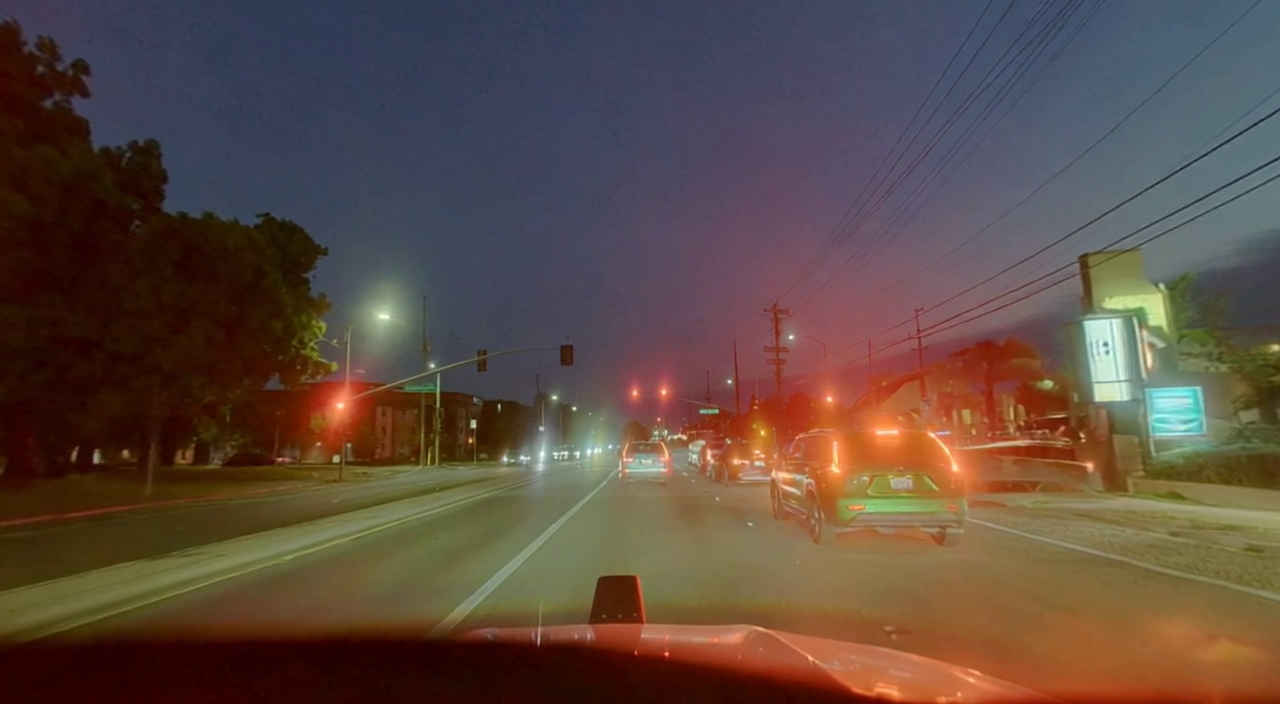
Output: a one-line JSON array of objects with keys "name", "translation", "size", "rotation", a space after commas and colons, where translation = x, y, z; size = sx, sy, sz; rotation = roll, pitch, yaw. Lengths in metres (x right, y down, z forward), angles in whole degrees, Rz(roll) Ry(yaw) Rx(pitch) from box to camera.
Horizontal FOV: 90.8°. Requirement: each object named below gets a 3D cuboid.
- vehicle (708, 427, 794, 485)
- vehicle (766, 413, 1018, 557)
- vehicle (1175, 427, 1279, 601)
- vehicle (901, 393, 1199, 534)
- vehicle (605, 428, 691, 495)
[{"name": "vehicle", "translation": [3.742, 3.608, 22.225], "size": [2.060, 1.789, 4.712], "rotation": [0, -9, -1]}, {"name": "vehicle", "translation": [3.304, 1.837, 9.400], "size": [1.998, 1.620, 4.267], "rotation": [0, -9, 0]}, {"name": "vehicle", "translation": [6.277, 1.136, 3.870], "size": [1.906, 1.435, 4.670], "rotation": [0, -9, 0]}, {"name": "vehicle", "translation": [6.716, 1.909, 11.229], "size": [2.080, 1.958, 4.653], "rotation": [0, -9, -1]}, {"name": "vehicle", "translation": [0.211, 3.062, 17.931], "size": [2.149, 1.668, 3.962], "rotation": [0, -9, 1]}]
